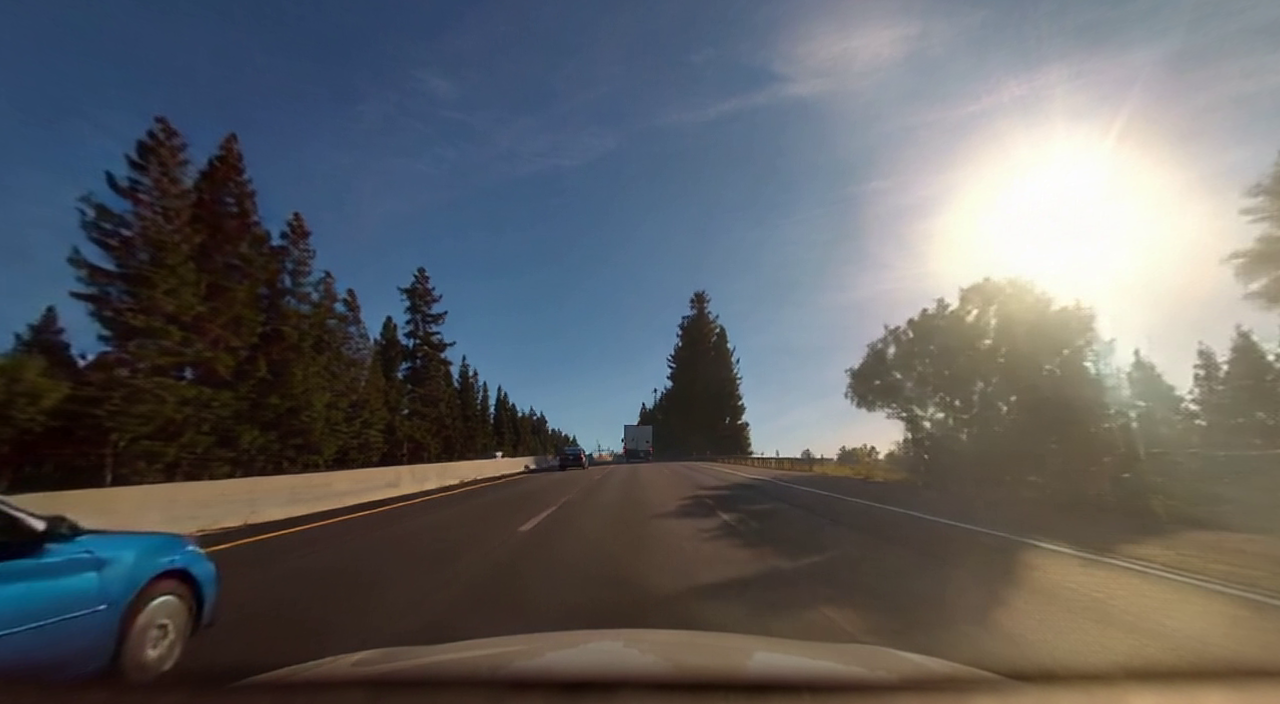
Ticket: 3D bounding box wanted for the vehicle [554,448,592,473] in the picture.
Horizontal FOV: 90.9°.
[{"bbox_3d":[-4.224,6.883,40.344,1.916,1.506,4.476,0,-9,0],"label":"vehicle"}]
